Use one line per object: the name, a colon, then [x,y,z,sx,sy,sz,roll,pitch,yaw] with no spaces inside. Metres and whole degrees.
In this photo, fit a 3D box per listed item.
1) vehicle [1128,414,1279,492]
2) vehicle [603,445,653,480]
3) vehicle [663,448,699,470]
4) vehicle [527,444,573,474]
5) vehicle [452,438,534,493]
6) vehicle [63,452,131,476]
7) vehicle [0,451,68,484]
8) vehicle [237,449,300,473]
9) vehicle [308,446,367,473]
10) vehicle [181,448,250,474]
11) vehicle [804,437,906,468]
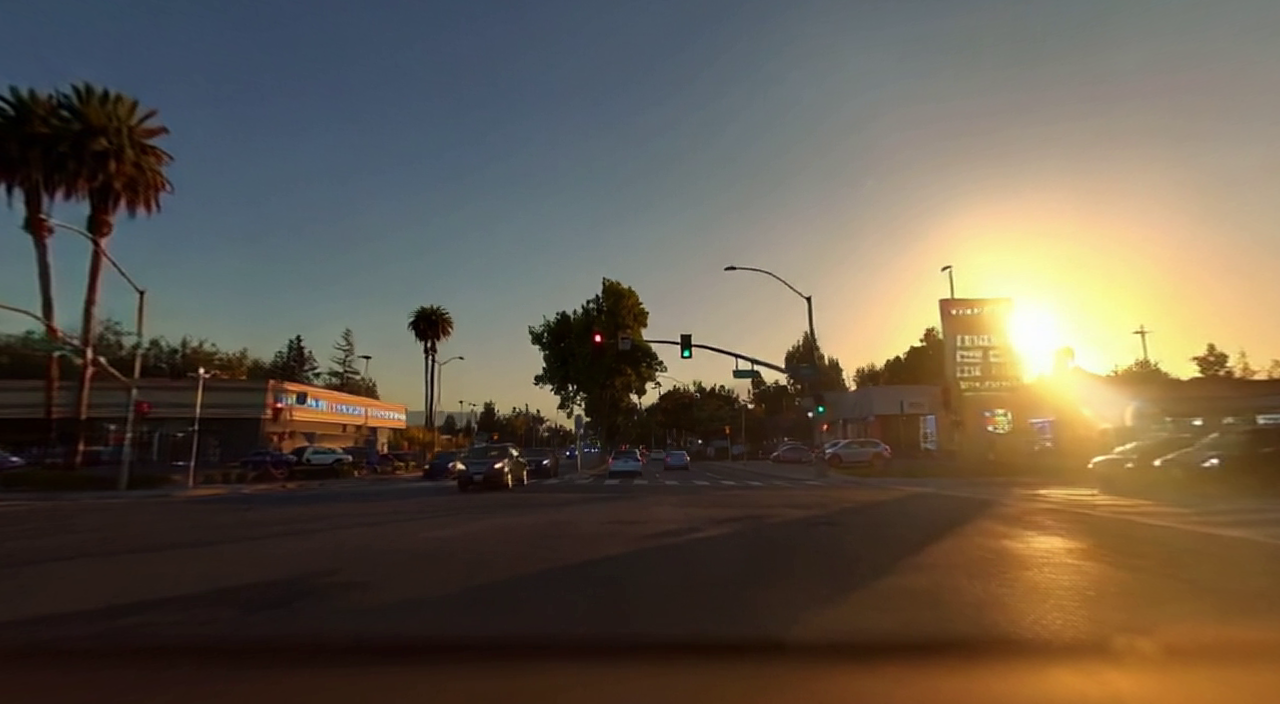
vehicle: [17.107,2.774,17.555,5.173,1.976,2.223,0,-9,0]
vehicle: [-0.569,5.124,29.686,2.160,1.508,4.319,0,-9,-1]
vehicle: [2.766,7.348,43.666,2.060,1.471,4.168,0,-9,-2]
vehicle: [-5.326,6.397,38.031,2.060,1.643,4.359,0,-9,1]
vehicle: [-5.259,4.068,23.257,2.032,1.747,4.479,-2,-8,-1]
vehicle: [-40.325,8.284,47.113,1.791,1.696,3.791,0,-9,-3]
vehicle: [-33.838,6.179,33.966,1.913,1.638,4.553,0,-9,0]
vehicle: [-27.277,8.017,46.618,1.969,1.627,4.508,0,-9,-2]
vehicle: [-22.020,7.835,46.302,2.061,1.816,4.979,0,-9,-3]
vehicle: [-31.093,7.989,46.539,2.009,1.790,4.501,0,-9,-2]
vehicle: [13.665,6.406,40.440,5.718,1.911,2.088,0,-9,-2]
